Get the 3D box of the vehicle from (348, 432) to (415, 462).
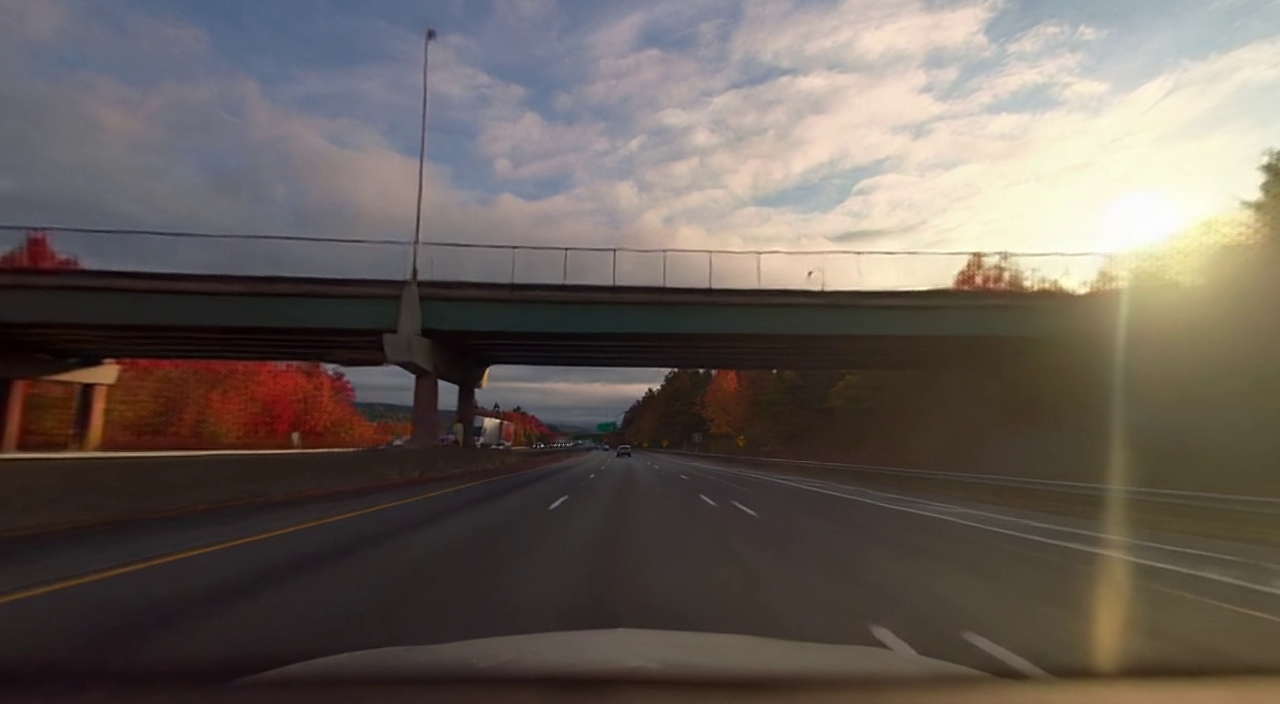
[{"bbox_3d":[-13.793,5.100,33.640,1.863,1.504,4.065,0,-9,0],"label":"vehicle"}]
